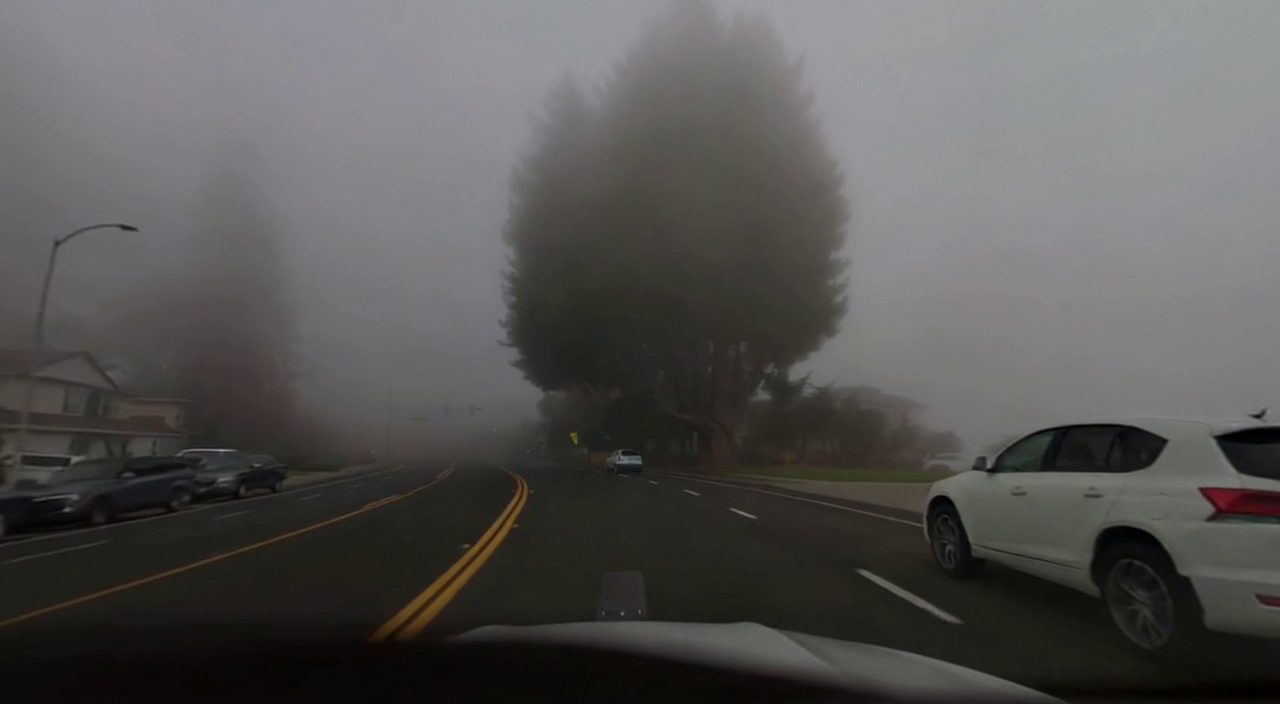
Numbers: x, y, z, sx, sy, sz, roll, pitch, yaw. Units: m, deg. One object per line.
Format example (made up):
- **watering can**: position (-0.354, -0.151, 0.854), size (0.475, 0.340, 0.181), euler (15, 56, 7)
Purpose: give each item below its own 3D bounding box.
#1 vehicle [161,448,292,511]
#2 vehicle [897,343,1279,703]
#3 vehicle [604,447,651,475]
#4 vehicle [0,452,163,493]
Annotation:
- **vehicle**: position (-14.478, 4.414, 22.551), size (1.993, 1.801, 5.201), euler (-2, -8, -10)
- **vehicle**: position (3.865, 1.085, 4.134), size (2.081, 1.828, 5.138), euler (0, -9, -1)
- **vehicle**: position (-0.820, 6.579, 38.425), size (1.951, 1.620, 4.582), euler (2, -9, -12)
- **vehicle**: position (-21.992, 4.649, 24.552), size (5.065, 1.466, 1.858), euler (2, -9, -15)
